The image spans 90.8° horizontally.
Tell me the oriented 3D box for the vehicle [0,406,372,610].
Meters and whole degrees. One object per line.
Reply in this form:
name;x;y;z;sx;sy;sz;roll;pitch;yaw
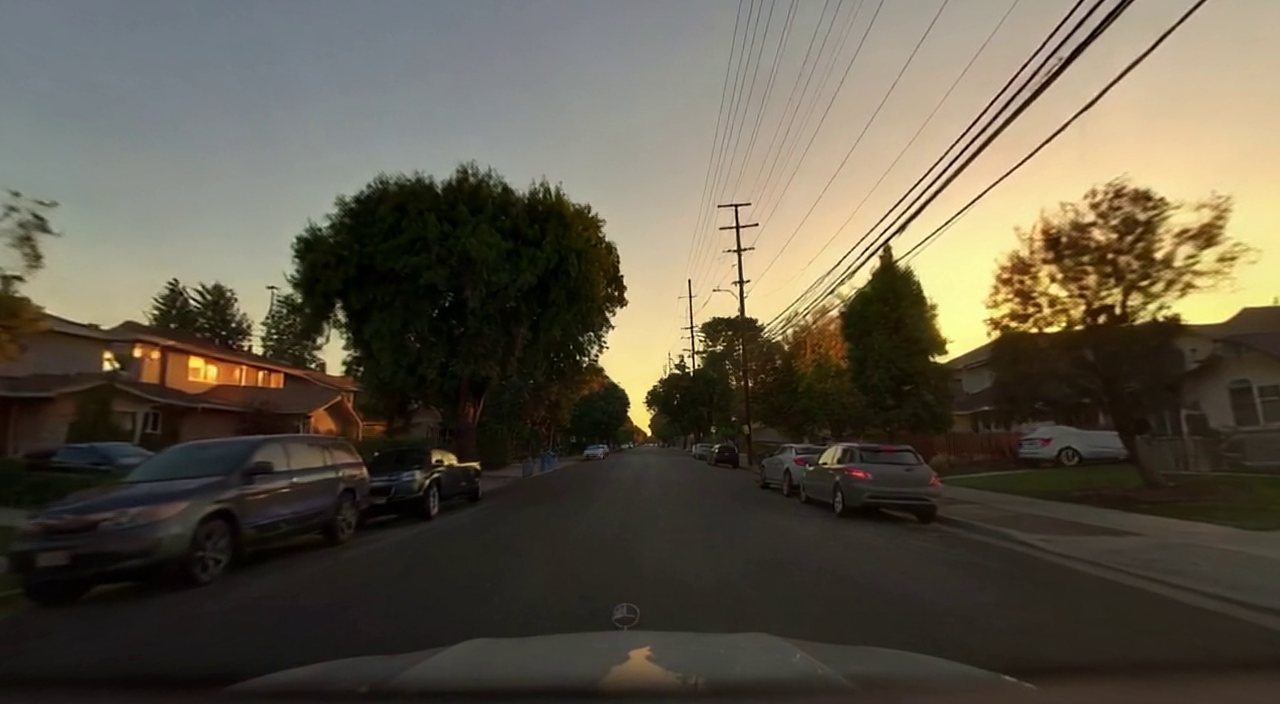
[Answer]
vehicle;-5.443;1.801;8.032;2.118;1.753;4.377;-4;-9;1

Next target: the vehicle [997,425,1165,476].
vehicle;17.519;3.936;25.309;4.927;1.799;2.245;-2;-9;1

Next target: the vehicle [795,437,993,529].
vehicle;4.818;2.546;12.985;2.090;1.489;4.952;0;-9;1

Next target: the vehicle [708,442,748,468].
vehicle;5.418;6.382;39.206;1.906;1.503;4.498;0;-9;1

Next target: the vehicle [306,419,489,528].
vehicle;-5.048;2.608;13.966;2.156;1.859;4.573;-4;-9;1
